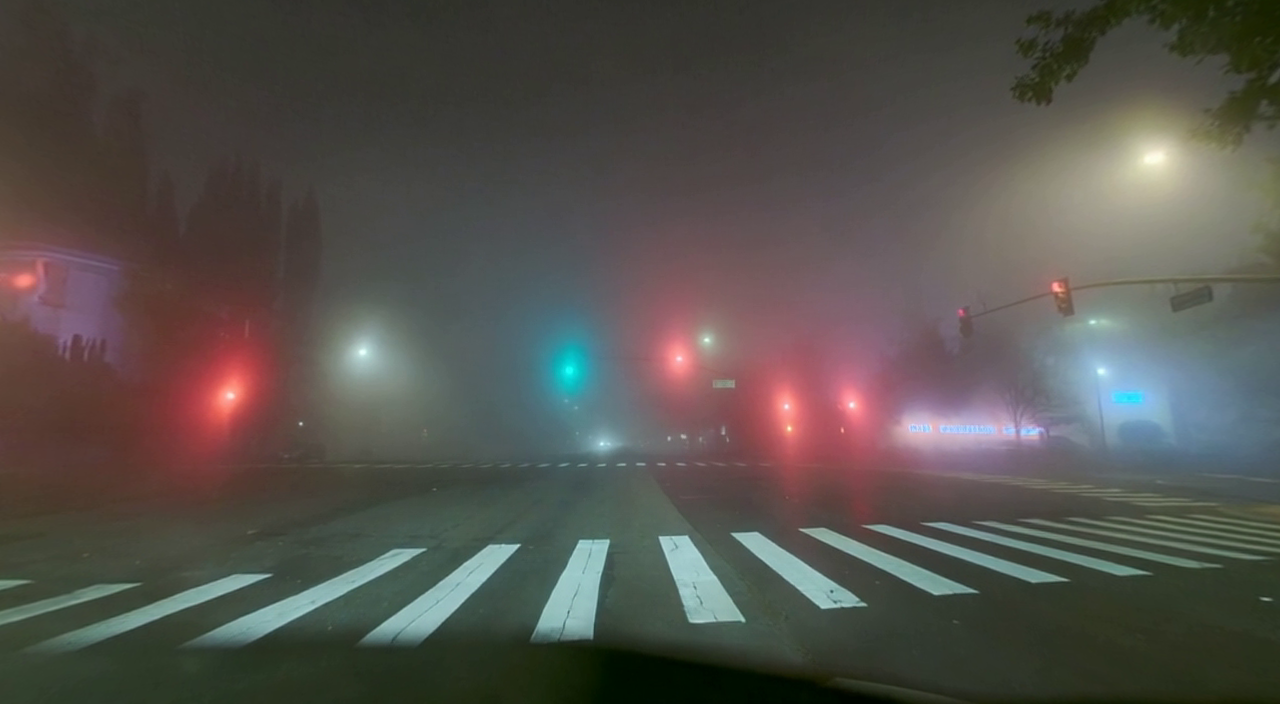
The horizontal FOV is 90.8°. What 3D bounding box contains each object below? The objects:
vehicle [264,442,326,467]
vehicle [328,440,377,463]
[{"bbox_3d":[-21.841,6.477,40.162,2.005,1.496,4.020,1,-9,-6],"label":"vehicle"},{"bbox_3d":[-22.517,7.827,49.744,2.023,1.706,4.756,1,-8,-6],"label":"vehicle"}]
